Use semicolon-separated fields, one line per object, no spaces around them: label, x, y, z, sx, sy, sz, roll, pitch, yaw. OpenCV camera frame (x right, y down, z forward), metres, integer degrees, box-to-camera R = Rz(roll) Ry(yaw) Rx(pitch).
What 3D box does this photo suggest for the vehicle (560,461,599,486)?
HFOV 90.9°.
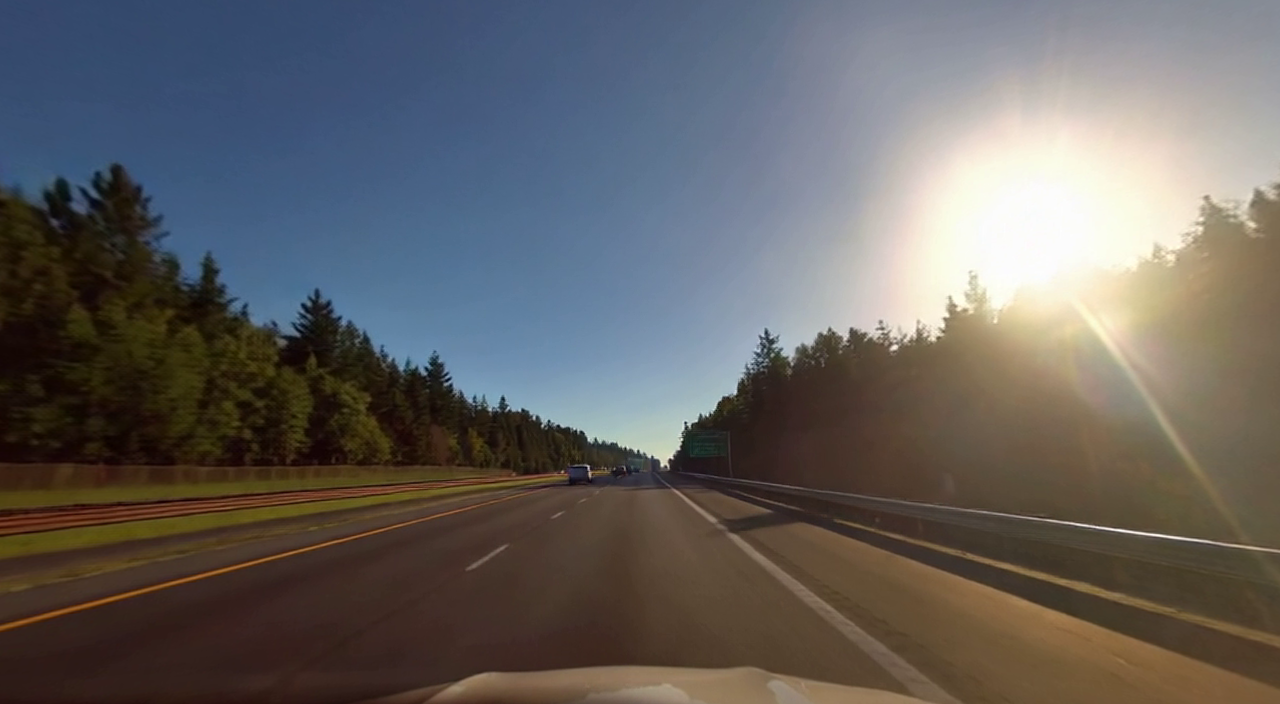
vehicle;-4.088;8.348;43.456;2.180;1.618;4.219;1;-10;1
